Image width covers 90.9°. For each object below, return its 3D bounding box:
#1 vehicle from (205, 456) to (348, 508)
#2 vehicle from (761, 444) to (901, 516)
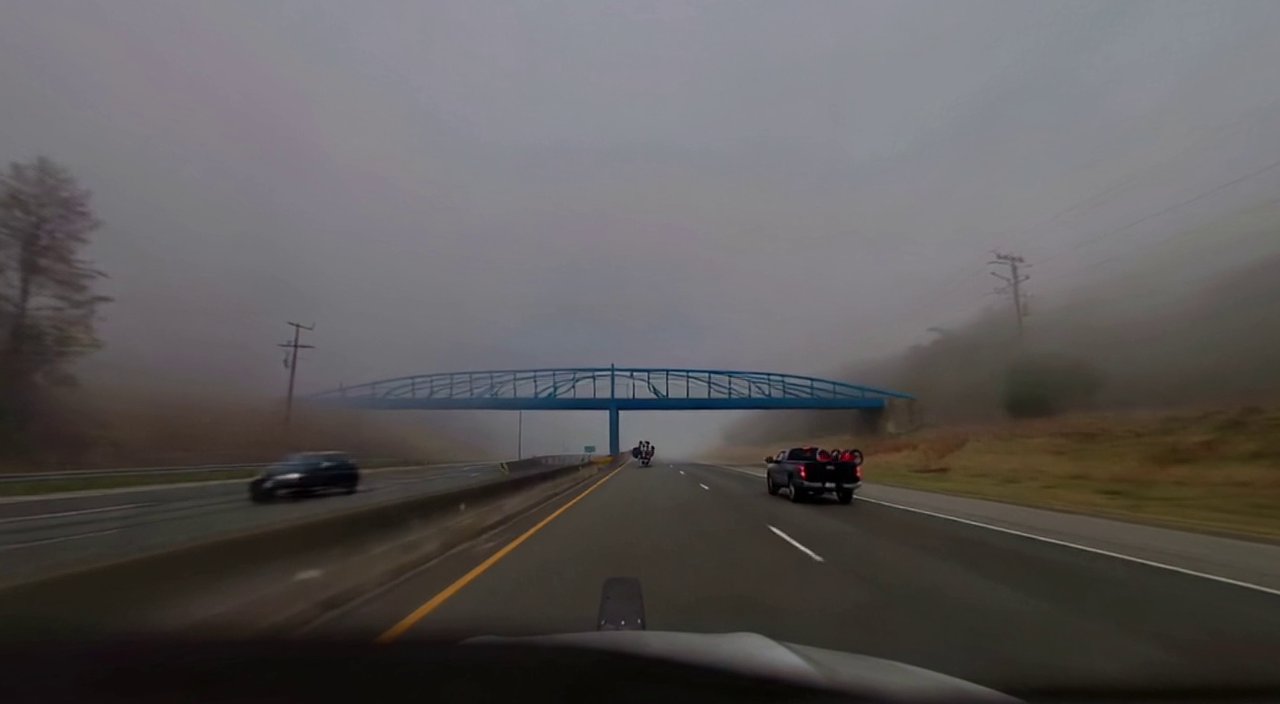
[{"bbox_3d":[-12.110,4.317,21.447,2.032,1.520,4.646,0,-9,1],"label":"vehicle"},{"bbox_3d":[4.564,3.121,15.984,1.988,1.505,4.958,0,-9,0],"label":"vehicle"}]
